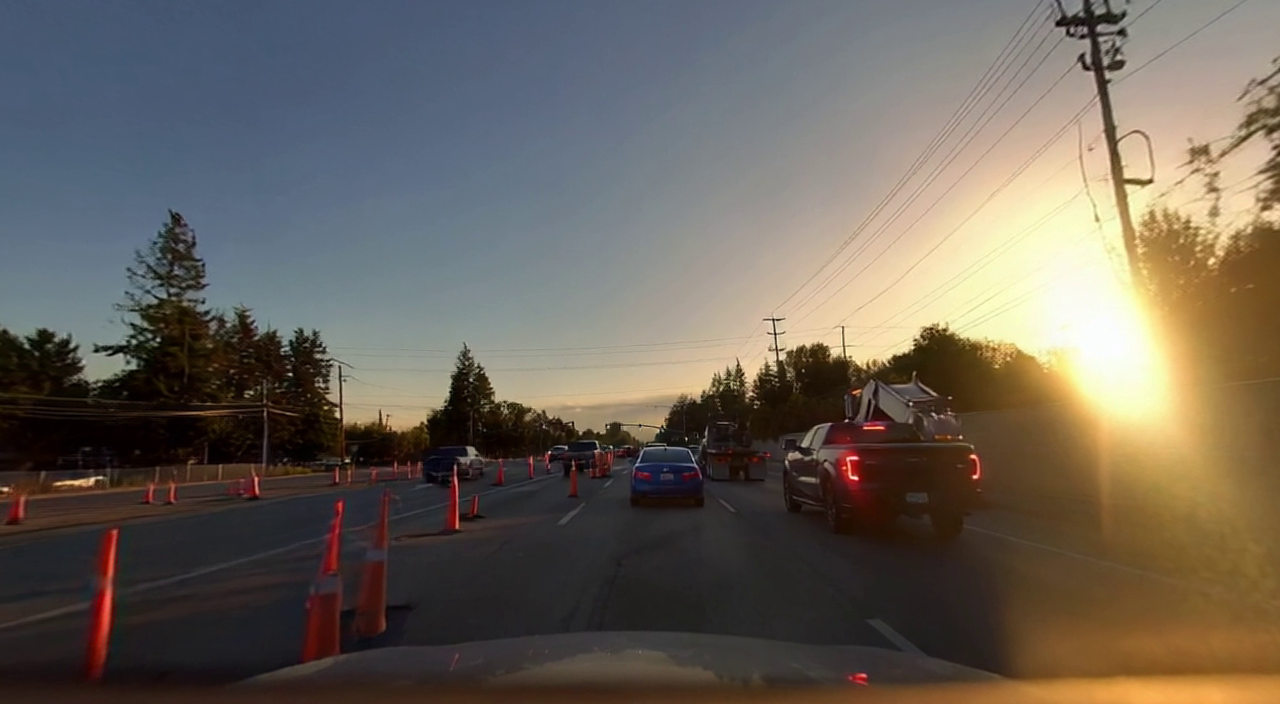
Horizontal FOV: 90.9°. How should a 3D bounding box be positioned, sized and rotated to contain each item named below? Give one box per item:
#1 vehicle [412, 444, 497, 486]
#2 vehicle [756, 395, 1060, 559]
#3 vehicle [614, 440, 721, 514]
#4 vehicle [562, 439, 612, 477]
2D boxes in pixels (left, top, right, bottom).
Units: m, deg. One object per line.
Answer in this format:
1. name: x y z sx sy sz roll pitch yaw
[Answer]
1. vehicle: -7.299 4.468 25.414 2.018 1.490 4.926 0 -8 -1
2. vehicle: 3.900 2.012 10.996 2.555 2.017 6.201 0 -9 0
3. vehicle: 0.592 2.838 14.858 2.128 1.473 4.272 0 -9 1
4. vehicle: -2.561 5.257 31.498 1.989 1.729 4.184 0 -9 2
